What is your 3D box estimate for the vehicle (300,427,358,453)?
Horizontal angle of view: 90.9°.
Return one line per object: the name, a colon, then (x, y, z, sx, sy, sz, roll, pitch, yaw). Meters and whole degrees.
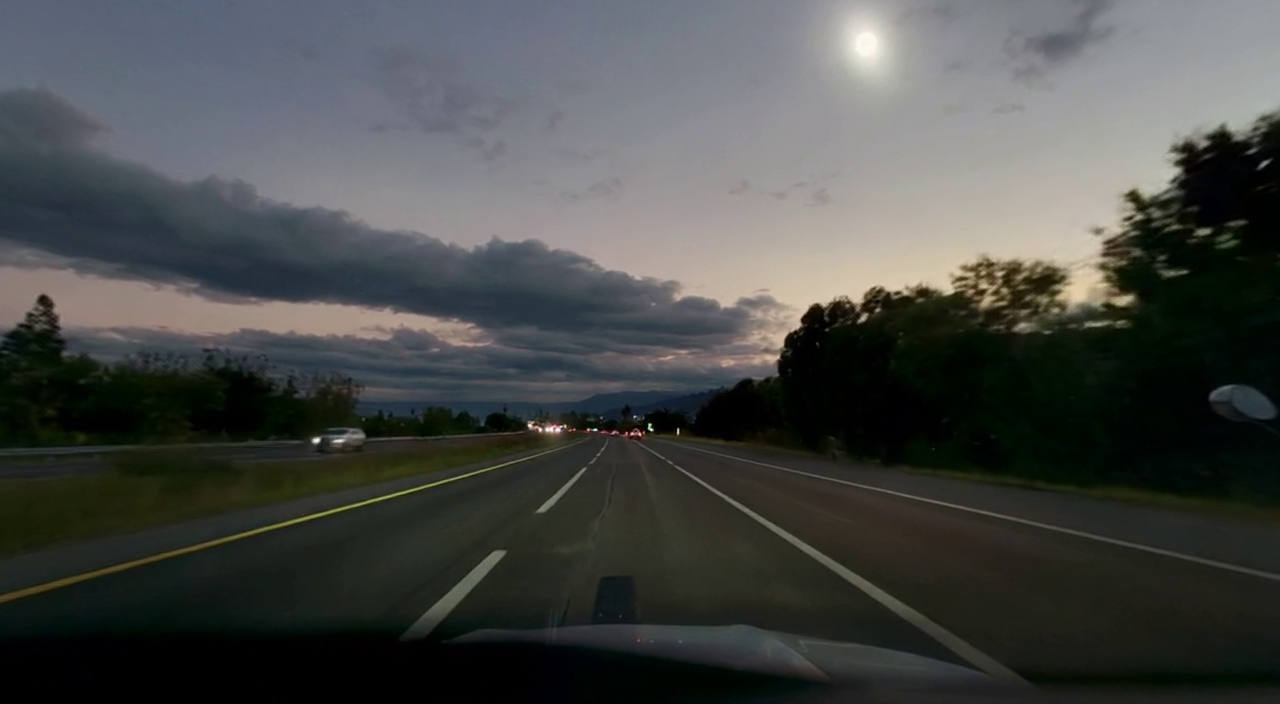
vehicle: (-20.046, 5.686, 40.817, 1.893, 1.548, 4.202, 1, -8, -4)
